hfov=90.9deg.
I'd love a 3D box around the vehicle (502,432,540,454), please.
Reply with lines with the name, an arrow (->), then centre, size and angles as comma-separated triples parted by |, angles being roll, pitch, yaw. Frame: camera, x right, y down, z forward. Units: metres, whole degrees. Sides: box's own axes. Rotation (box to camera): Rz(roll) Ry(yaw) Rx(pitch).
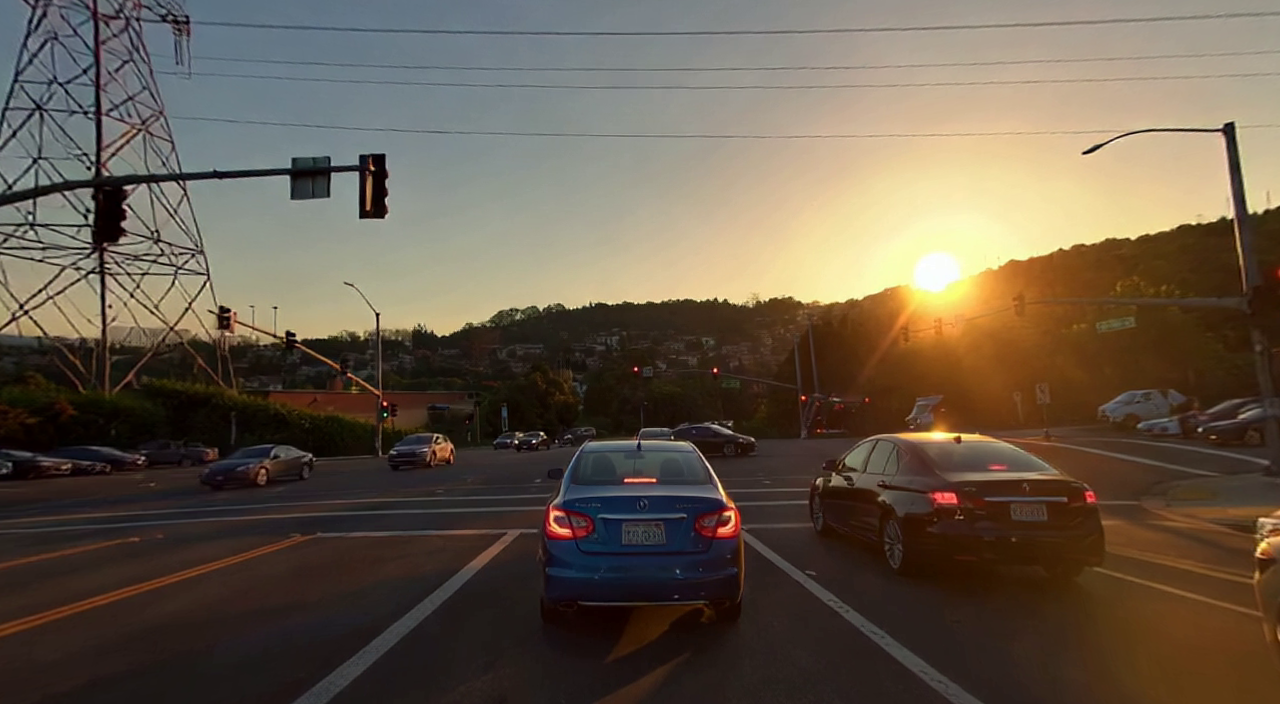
vehicle -> -8.825, 6.821, 47.060 | 1.910, 1.537, 4.123 | -1, -8, 3

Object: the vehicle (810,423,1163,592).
vehicle -> 3.643, 1.684, 7.722 | 1.835, 1.473, 4.190 | 0, -8, -2

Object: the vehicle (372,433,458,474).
vehicle -> -9.452, 4.298, 26.927 | 1.910, 1.597, 4.334 | -1, -8, 2

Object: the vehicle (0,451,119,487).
vehicle -> -25.941, 5.113, 27.739 | 4.263, 1.464, 1.895 | 0, -8, -1

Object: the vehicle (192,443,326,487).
vehicle -> -14.171, 4.197, 23.820 | 2.089, 1.464, 4.520 | -1, -8, 2

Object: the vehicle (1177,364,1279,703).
vehicle -> 3.403, 0.590, 0.628 | 1.926, 1.614, 4.330 | 0, -8, 1

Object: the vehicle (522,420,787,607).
vehicle -> 0.103, 1.597, 7.127 | 2.117, 1.474, 4.036 | 0, -8, 0
